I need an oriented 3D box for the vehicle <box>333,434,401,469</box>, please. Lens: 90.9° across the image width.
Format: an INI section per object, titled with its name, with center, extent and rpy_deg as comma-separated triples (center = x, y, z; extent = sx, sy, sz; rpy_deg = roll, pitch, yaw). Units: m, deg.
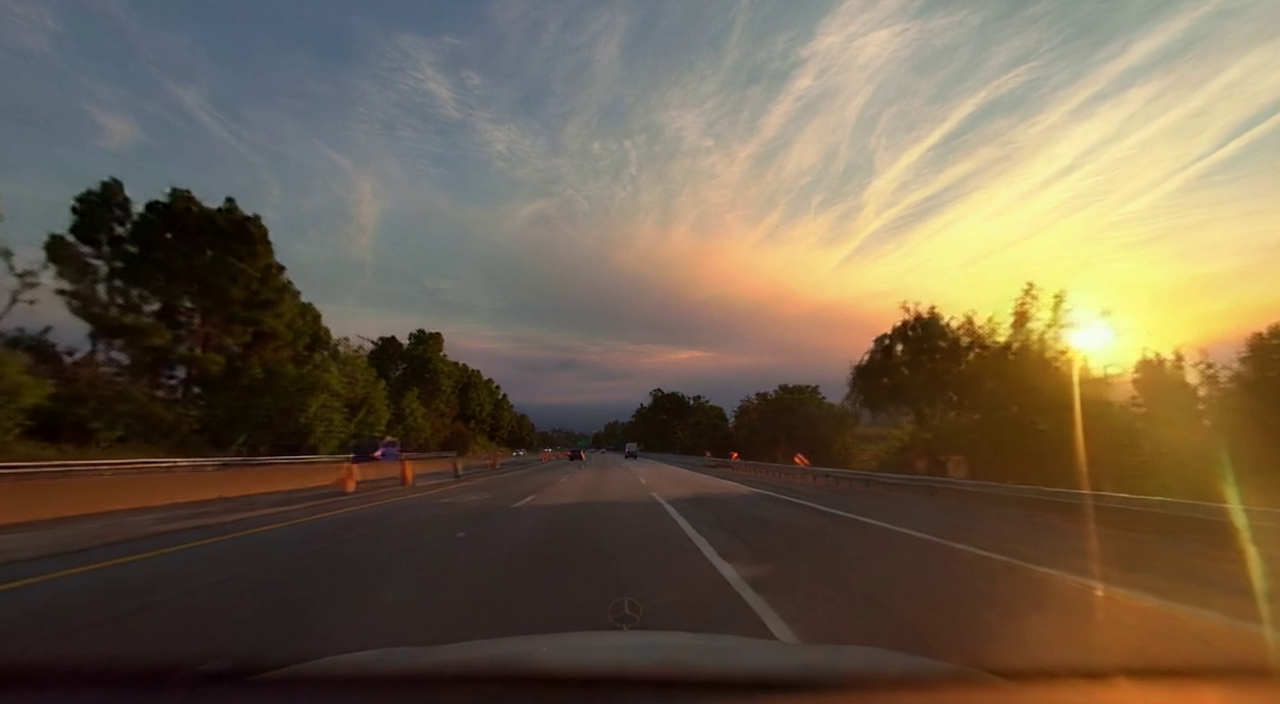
[vehicle]
center = -19.455, 7.148, 45.230
extent = 2.411, 2.328, 5.807
rpy_deg = 0, -9, -2
